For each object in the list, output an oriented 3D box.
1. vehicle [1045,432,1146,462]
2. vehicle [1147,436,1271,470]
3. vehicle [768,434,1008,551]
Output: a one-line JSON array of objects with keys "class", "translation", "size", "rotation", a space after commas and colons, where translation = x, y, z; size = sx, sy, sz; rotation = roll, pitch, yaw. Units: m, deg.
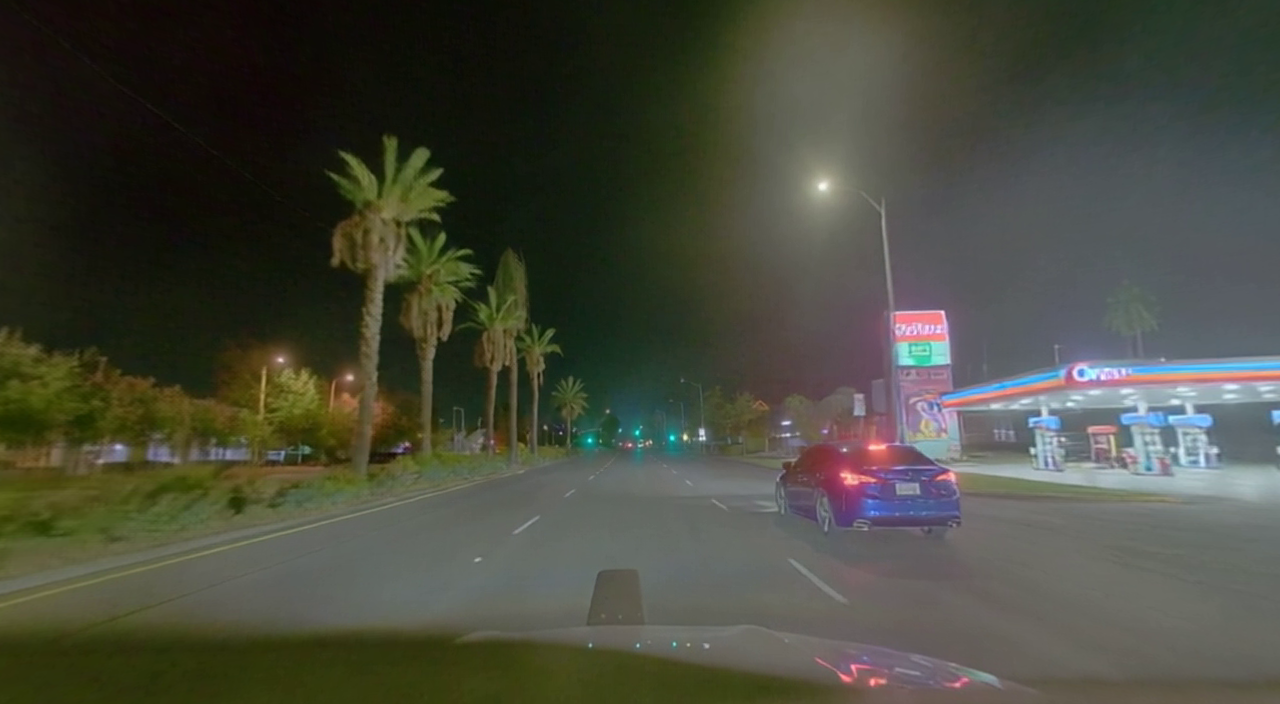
[{"class": "vehicle", "translation": [32.454, 6.799, 45.161], "size": [5.339, 1.812, 2.175], "rotation": [-3, -9, 3]}, {"class": "vehicle", "translation": [28.501, 5.073, 31.761], "size": [4.280, 1.637, 2.009], "rotation": [0, -9, -2]}, {"class": "vehicle", "translation": [3.547, 2.069, 10.081], "size": [1.978, 1.442, 4.262], "rotation": [0, -8, -2]}]
